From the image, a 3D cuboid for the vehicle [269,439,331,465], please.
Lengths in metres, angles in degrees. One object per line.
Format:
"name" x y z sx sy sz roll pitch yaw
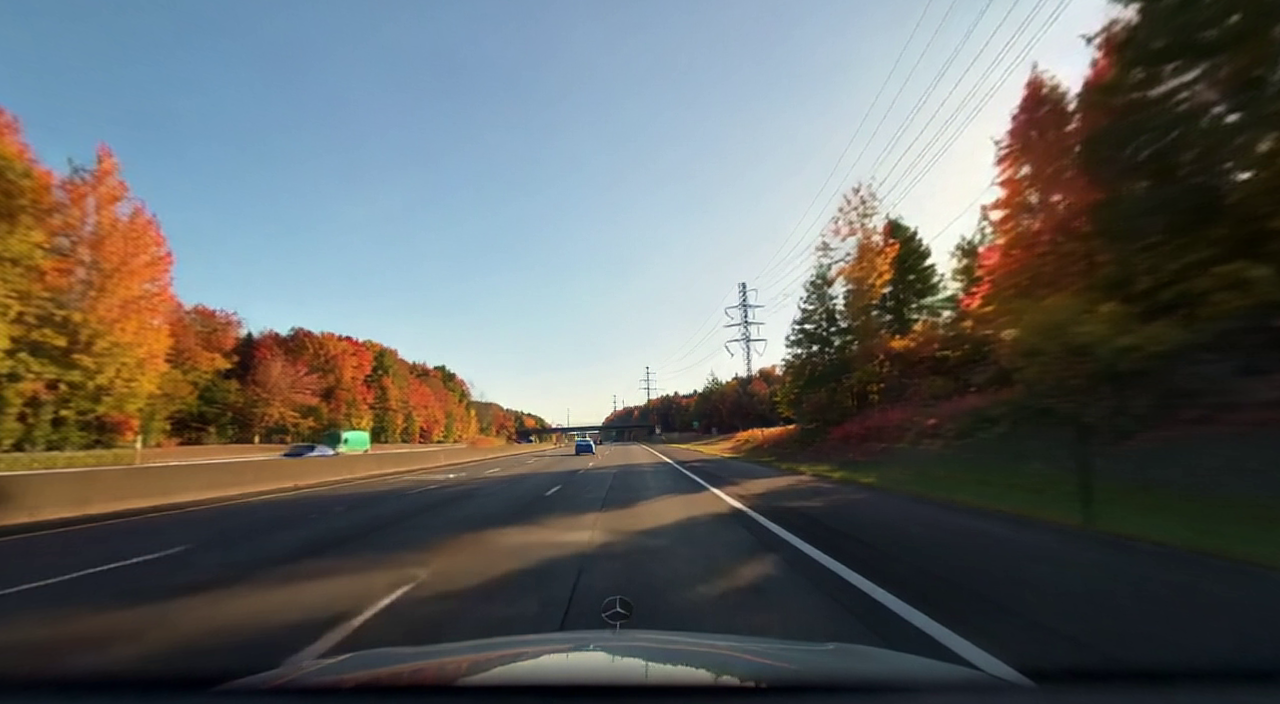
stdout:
"vehicle" -21.262 6.255 39.458 1.760 1.492 3.840 0 -8 -1
